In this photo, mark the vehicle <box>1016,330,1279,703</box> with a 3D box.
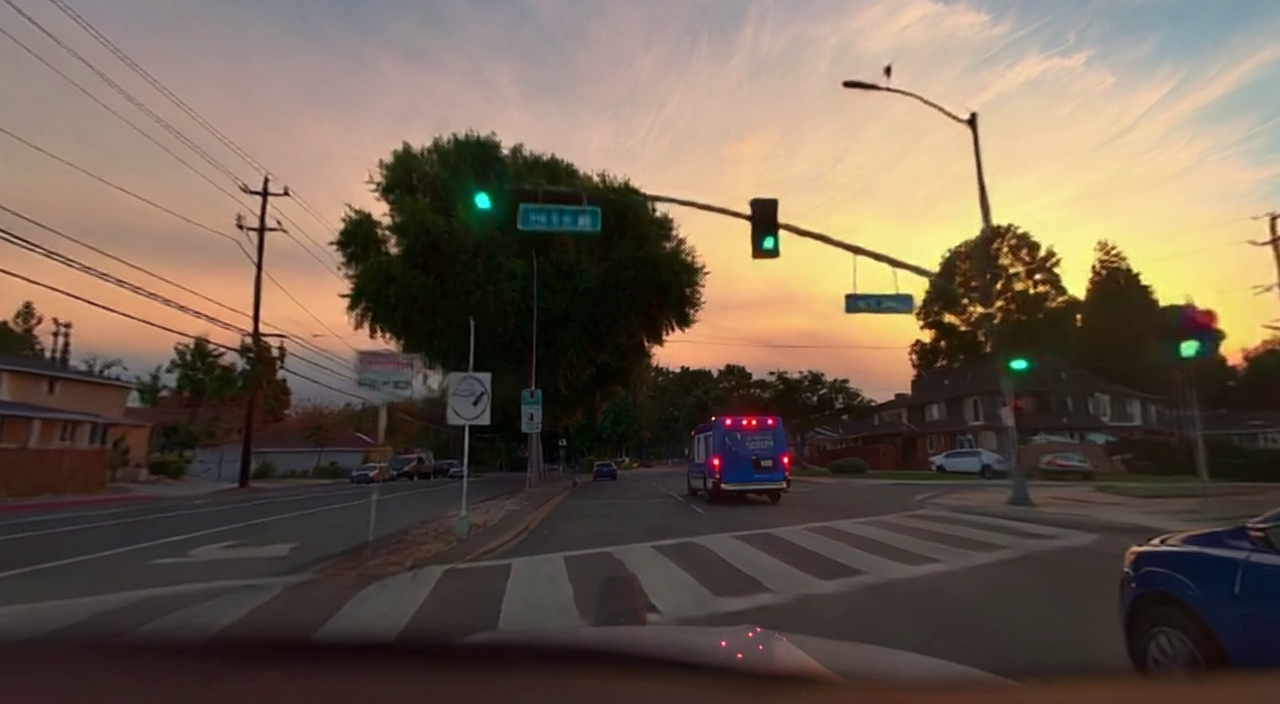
[{"bbox_3d":[4.029,0.768,2.291,2.194,1.922,4.822,-1,-8,-2],"label":"vehicle"}]

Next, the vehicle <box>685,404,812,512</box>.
[{"bbox_3d":[2.945,3.089,18.844,2.406,2.687,5.521,0,-8,-4],"label":"vehicle"}]

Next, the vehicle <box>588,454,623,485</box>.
[{"bbox_3d":[-2.226,7.404,40.071,2.114,1.707,3.725,0,-8,-4],"label":"vehicle"}]

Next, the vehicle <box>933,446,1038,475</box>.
[{"bbox_3d":[19.096,5.994,34.999,4.868,1.455,2.054,-6,-10,32],"label":"vehicle"}]
